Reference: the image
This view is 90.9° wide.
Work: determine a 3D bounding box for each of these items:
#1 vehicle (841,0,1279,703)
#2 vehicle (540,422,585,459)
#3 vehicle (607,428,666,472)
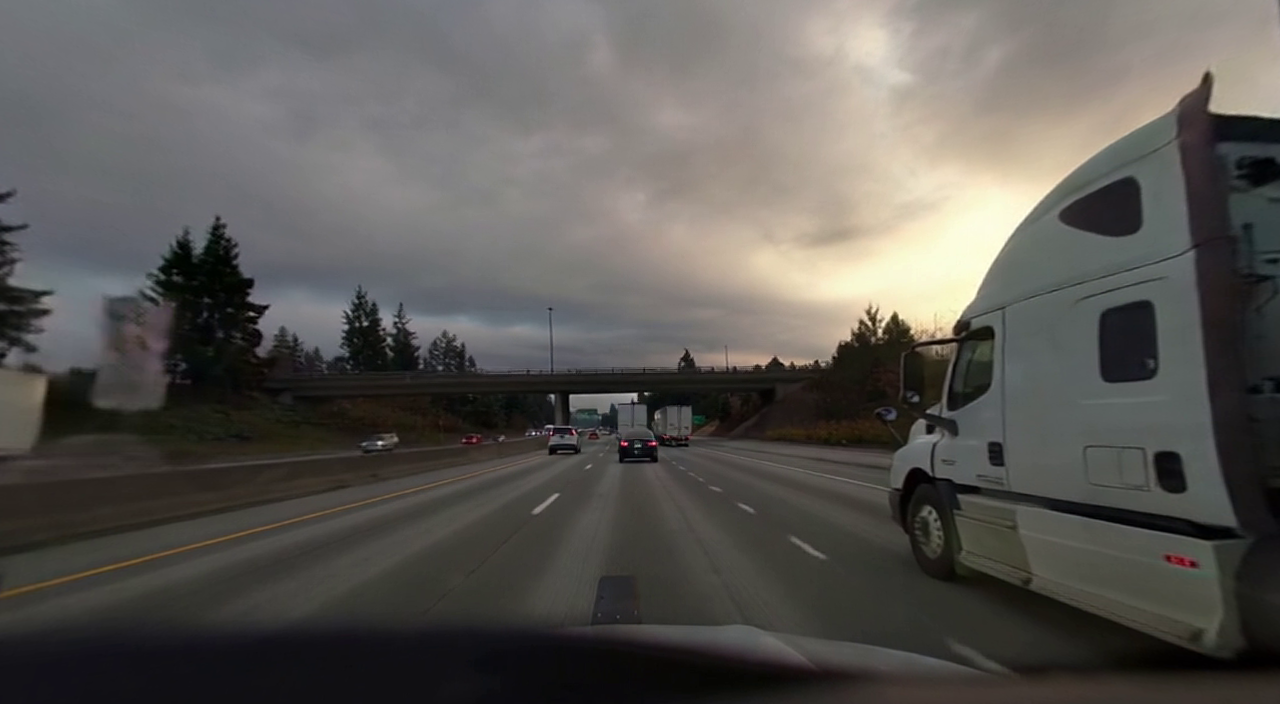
[{"bbox_3d":[3.738,-0.008,3.048,2.783,3.483,7.836,0,-8,-1],"label":"vehicle"},{"bbox_3d":[-4.395,5.069,36.326,2.013,1.961,4.692,0,-8,0],"label":"vehicle"},{"bbox_3d":[-0.179,3.658,23.776,2.059,1.522,3.693,0,-8,-1],"label":"vehicle"}]
